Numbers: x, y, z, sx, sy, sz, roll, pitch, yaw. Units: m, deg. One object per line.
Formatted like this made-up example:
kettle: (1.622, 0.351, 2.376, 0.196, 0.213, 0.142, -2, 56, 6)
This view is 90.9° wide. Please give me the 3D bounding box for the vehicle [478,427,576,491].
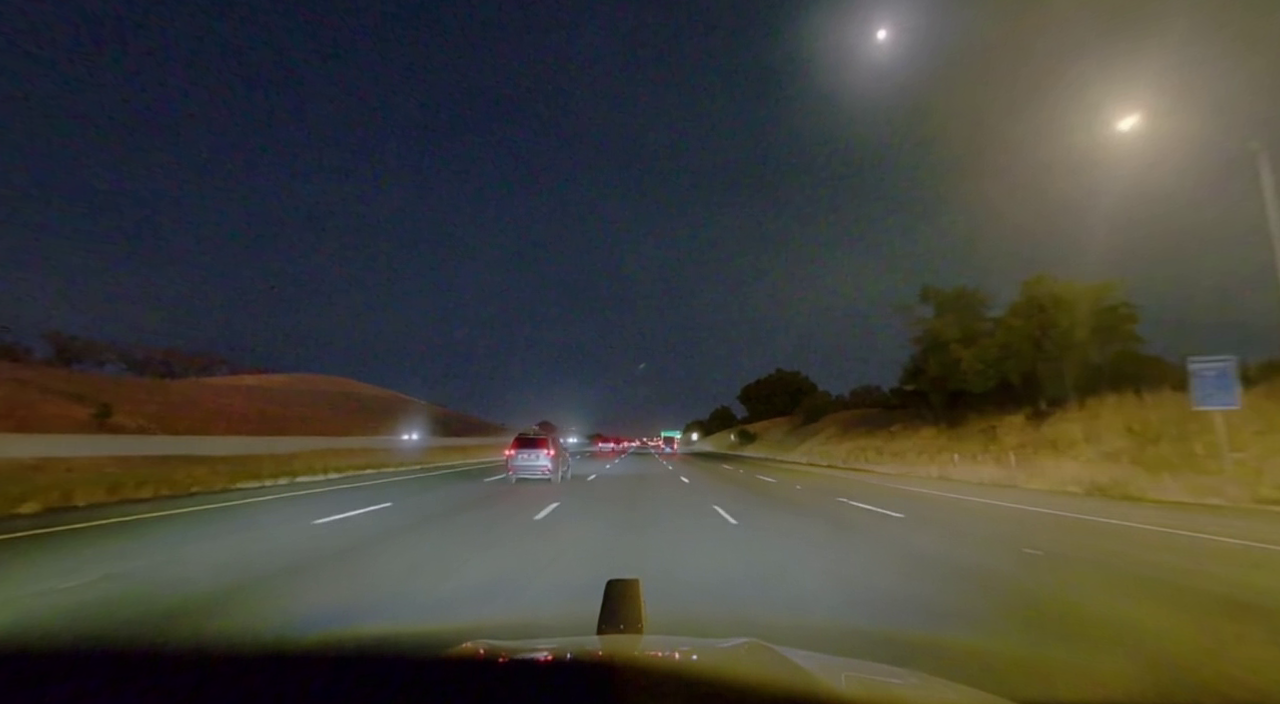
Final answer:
vehicle: (-3.541, 3.489, 20.829, 2.218, 1.848, 4.789, 0, -9, 1)
